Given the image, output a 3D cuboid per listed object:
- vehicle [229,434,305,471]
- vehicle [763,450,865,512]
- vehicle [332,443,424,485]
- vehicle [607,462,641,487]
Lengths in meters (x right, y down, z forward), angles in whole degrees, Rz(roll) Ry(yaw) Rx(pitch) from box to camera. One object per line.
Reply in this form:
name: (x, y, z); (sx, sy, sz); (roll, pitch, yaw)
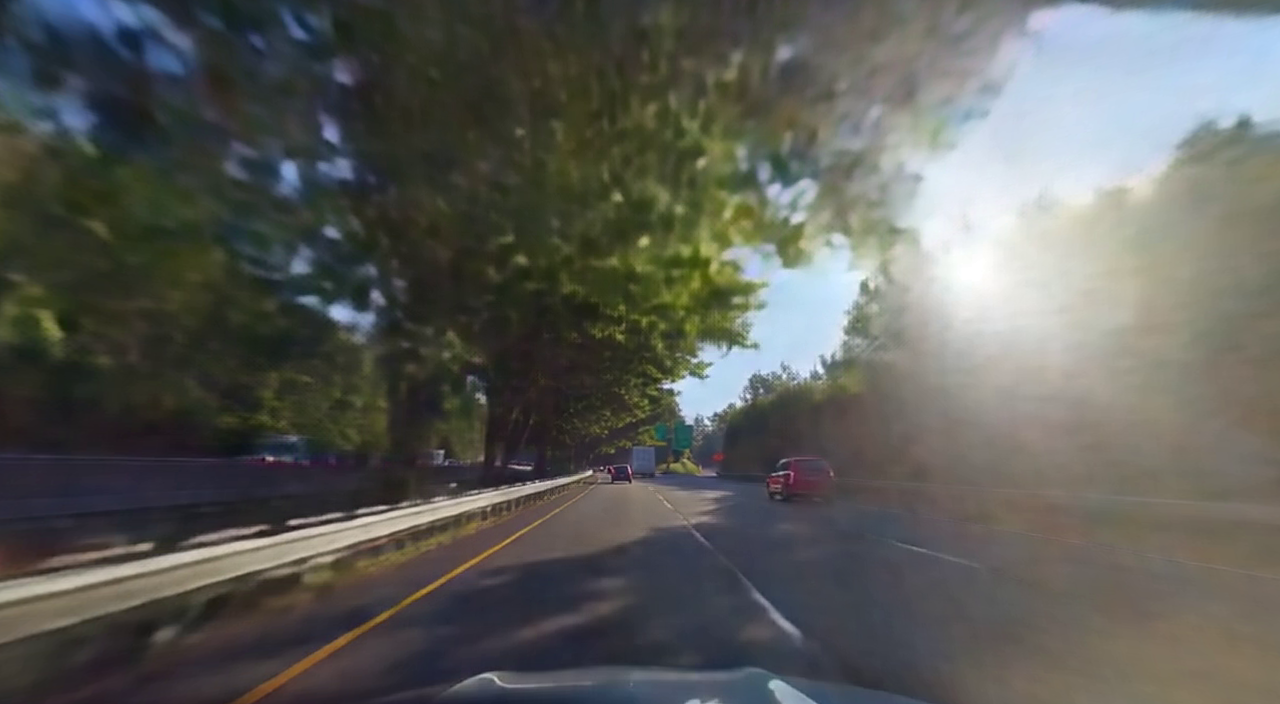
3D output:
vehicle: (-28.923, 7.906, 49.134); (2.260, 2.650, 6.057); (1, -10, -2)
vehicle: (5.599, 4.238, 21.016); (1.998, 1.776, 4.663); (1, -10, -1)
vehicle: (-11.418, 4.970, 27.874); (1.952, 1.618, 4.859); (1, -10, 0)
vehicle: (-1.037, 7.795, 40.069); (1.987, 1.467, 3.903); (1, -10, -2)
